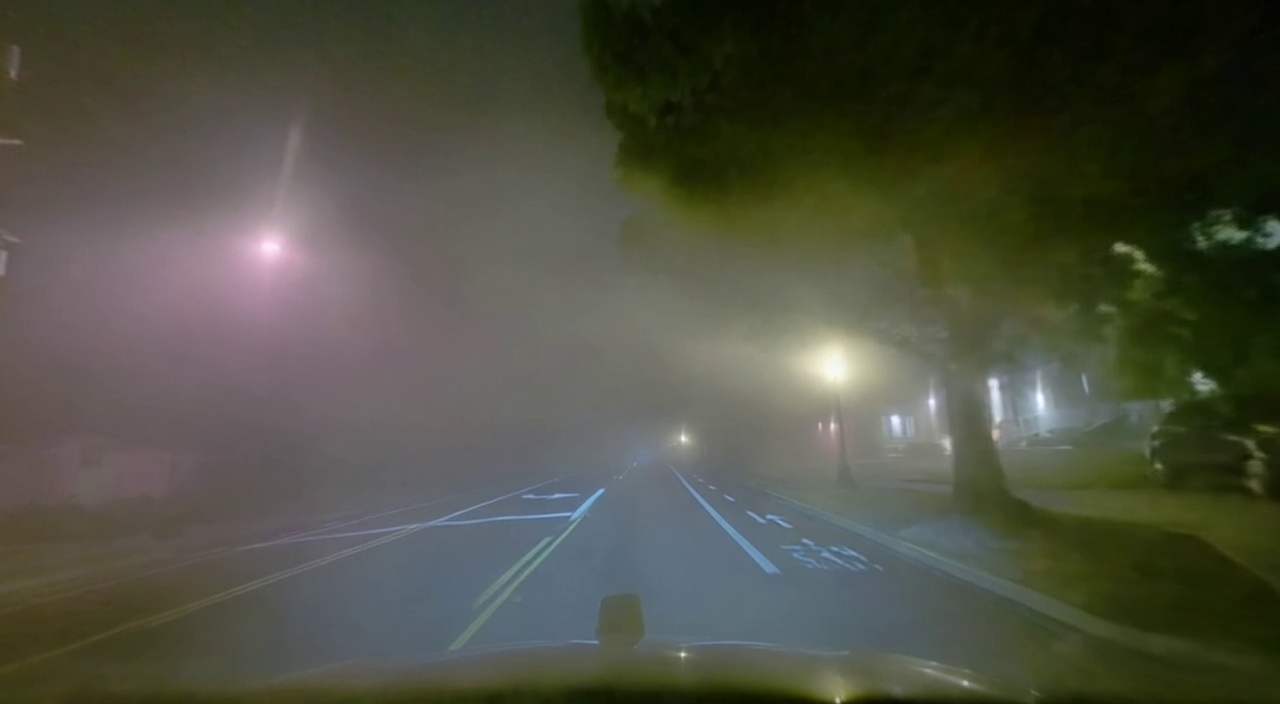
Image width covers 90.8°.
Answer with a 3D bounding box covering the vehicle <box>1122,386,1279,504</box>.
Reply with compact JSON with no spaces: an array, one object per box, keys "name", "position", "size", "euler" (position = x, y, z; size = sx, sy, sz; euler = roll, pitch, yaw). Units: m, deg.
[{"name":"vehicle","position":[10.935,1.406,9.608],"size":[2.187,1.786,5.323],"euler":[2,-9,-16]}]
